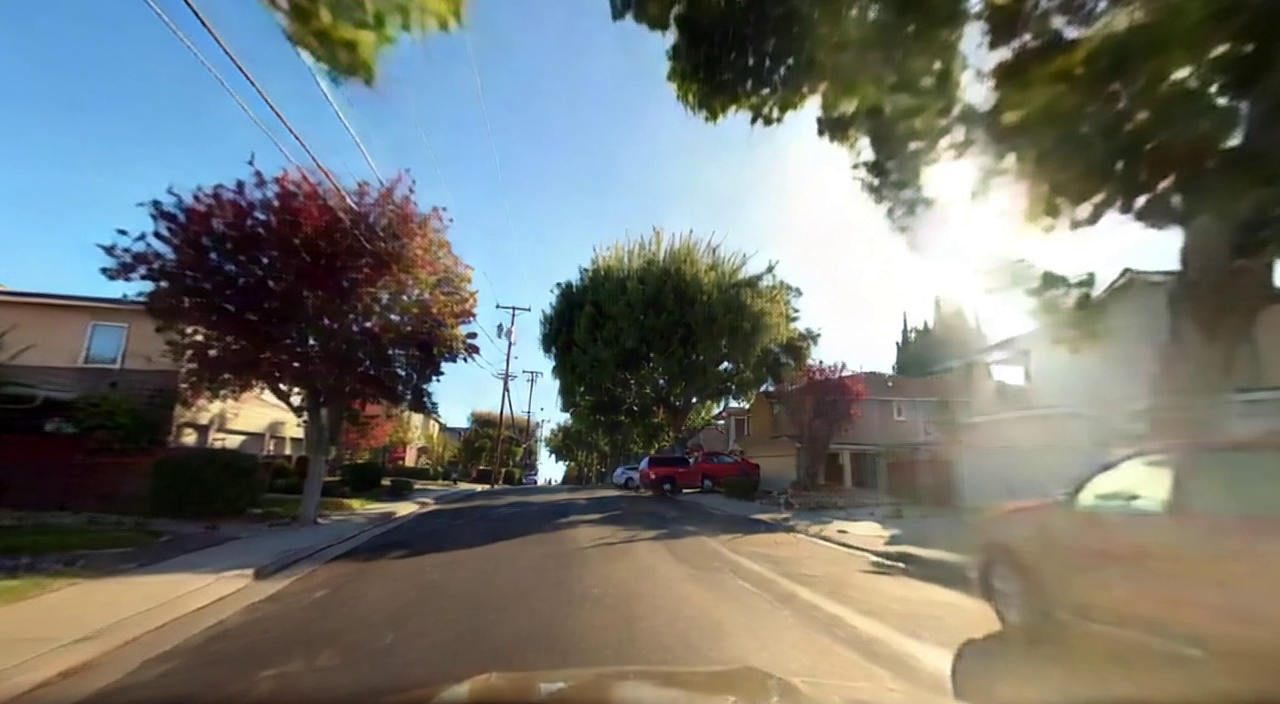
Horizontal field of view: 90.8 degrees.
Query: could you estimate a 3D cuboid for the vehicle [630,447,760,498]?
[{"bbox_3d":[1.951,4.375,23.252,4.413,1.728,1.869,1,-8,-10],"label":"vehicle"}]
